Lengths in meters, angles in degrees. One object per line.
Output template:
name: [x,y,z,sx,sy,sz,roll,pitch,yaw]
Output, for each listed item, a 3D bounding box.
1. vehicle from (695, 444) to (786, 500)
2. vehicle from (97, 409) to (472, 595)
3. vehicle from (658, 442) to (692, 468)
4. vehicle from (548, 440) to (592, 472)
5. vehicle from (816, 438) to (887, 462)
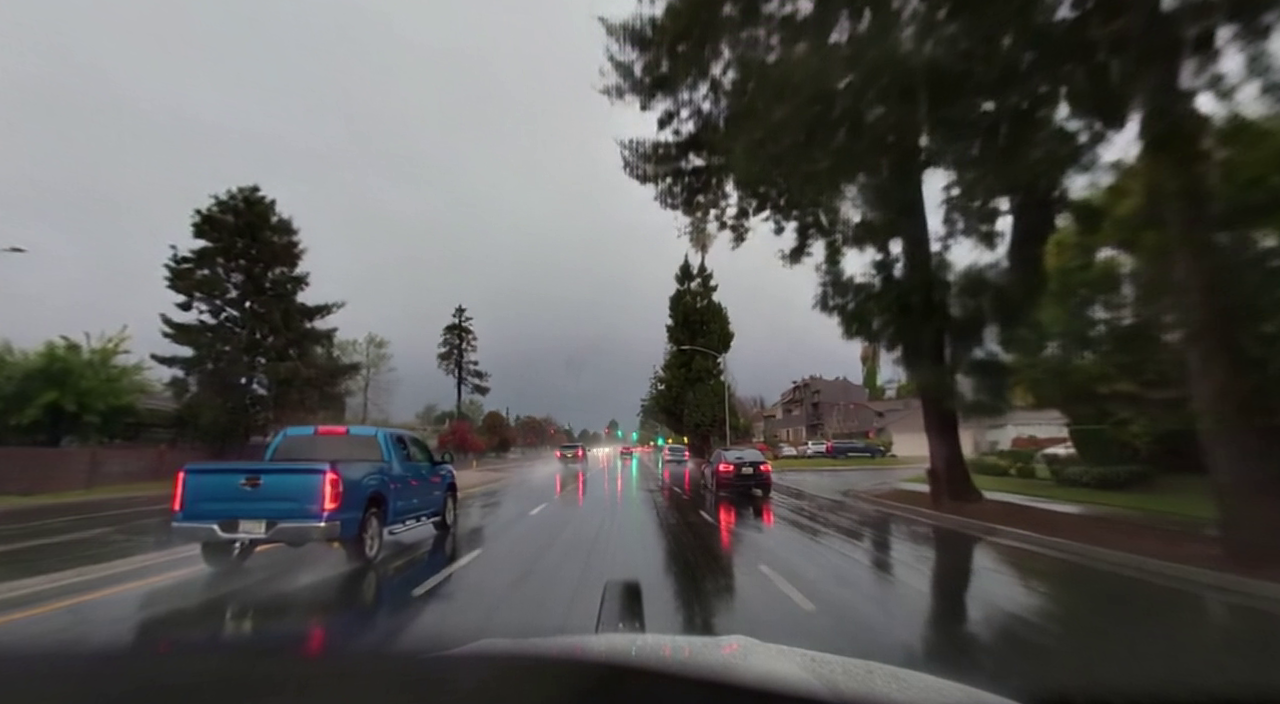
vehicle: [2.850,3.502,18.907,1.884,1.463,4.195,0,-8,-2]
vehicle: [-4.086,1.812,8.703,2.111,1.745,5.274,0,-8,0]
vehicle: [2.597,7.806,48.205,2.099,1.845,4.363,0,-8,-3]
vehicle: [-4.303,6.463,39.501,2.218,1.829,4.492,0,-8,0]
vehicle: [16.524,7.675,49.636,1.991,1.806,4.902,7,-11,-40]
